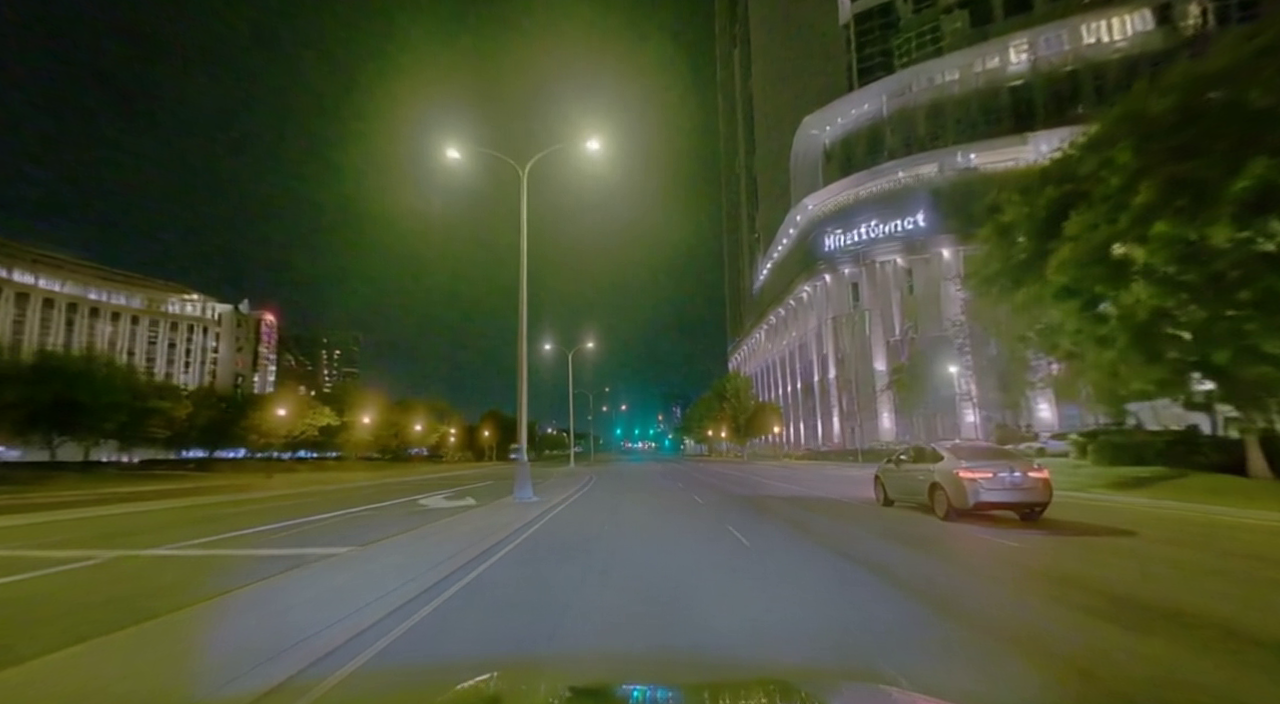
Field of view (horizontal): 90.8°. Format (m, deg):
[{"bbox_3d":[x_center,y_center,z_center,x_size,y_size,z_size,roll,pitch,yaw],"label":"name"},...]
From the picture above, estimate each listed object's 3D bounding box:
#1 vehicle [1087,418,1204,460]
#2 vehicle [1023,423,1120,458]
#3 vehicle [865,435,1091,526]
[{"bbox_3d":[25.623,4.474,32.305,2.212,1.948,4.904,-1,-8,5],"label":"vehicle"},{"bbox_3d":[23.079,4.821,34.082,2.066,1.716,4.943,-1,-10,5],"label":"vehicle"},{"bbox_3d":[6.537,2.516,13.014,1.913,1.504,4.738,0,-9,-2],"label":"vehicle"}]
